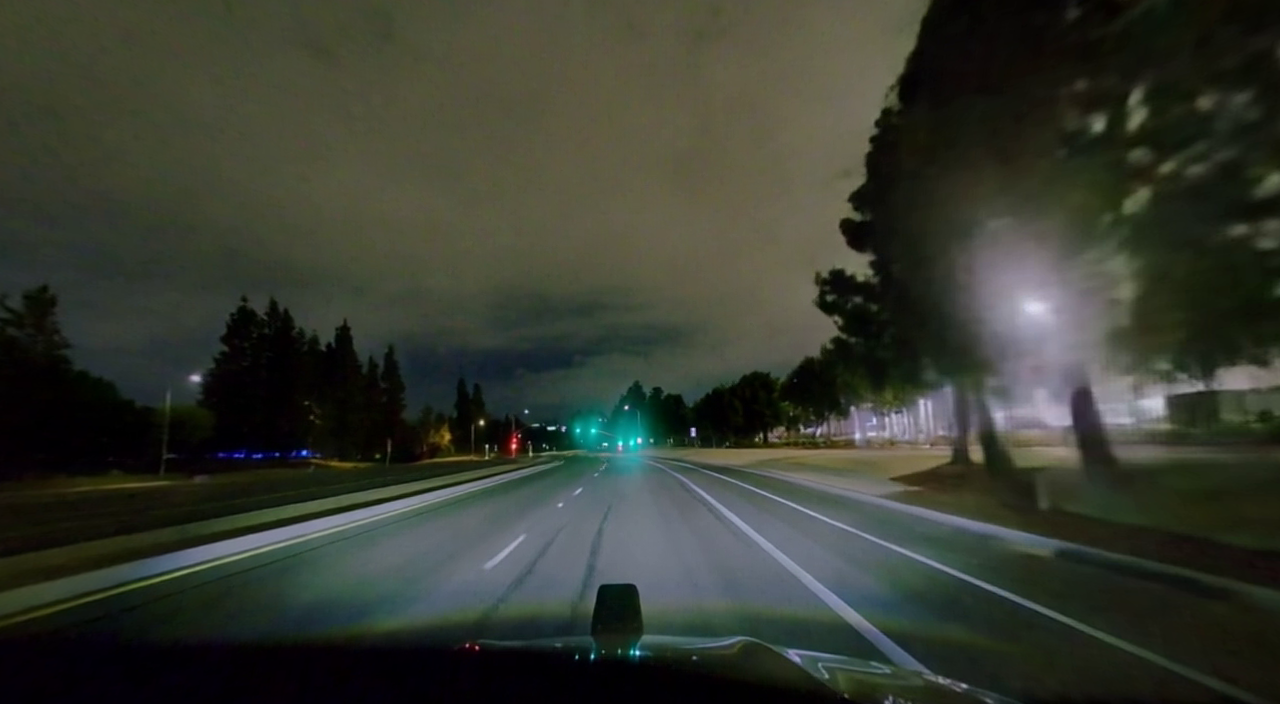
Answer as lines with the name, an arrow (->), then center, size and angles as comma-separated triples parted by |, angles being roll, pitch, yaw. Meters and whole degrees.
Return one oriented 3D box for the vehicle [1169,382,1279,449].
vehicle -> 29.525, 2.934, 28.607 | 8.483, 2.834, 2.843 | 0, -8, 0
